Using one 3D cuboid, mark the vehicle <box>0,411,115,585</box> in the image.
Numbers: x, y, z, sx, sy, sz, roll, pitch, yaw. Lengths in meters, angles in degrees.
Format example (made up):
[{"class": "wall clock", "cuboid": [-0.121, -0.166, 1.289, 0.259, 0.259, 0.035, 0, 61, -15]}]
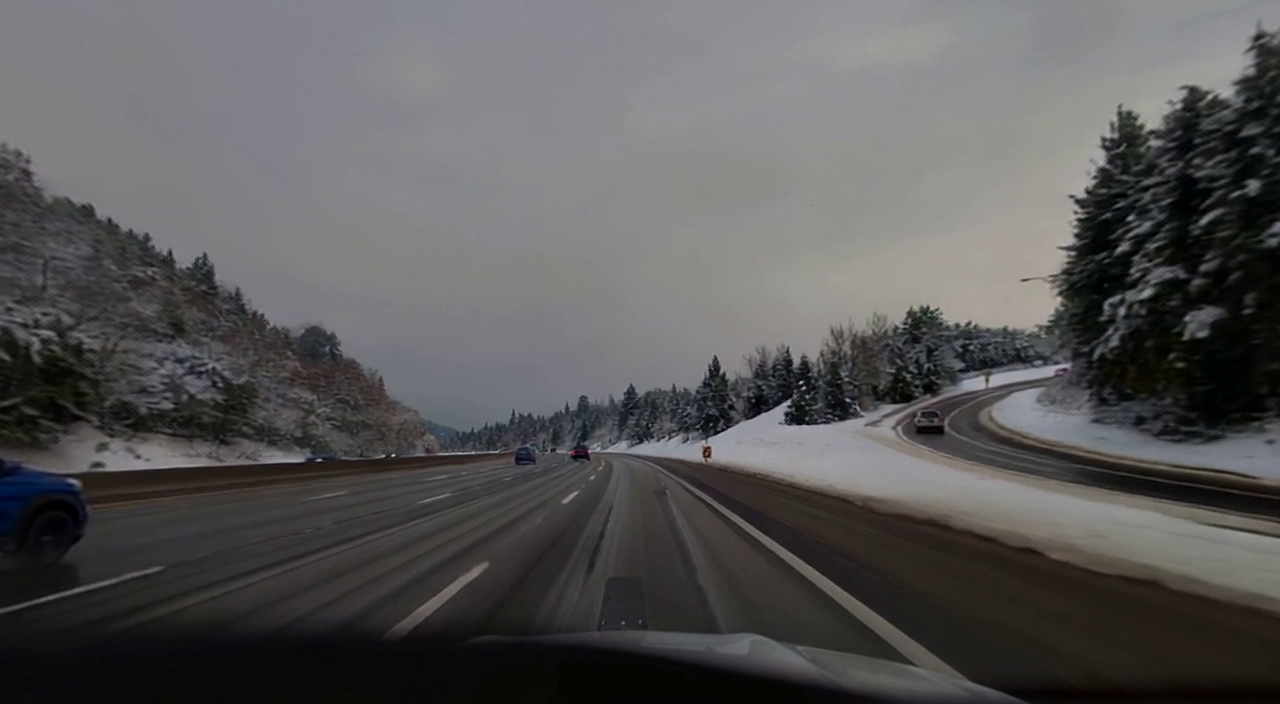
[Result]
[{"class": "vehicle", "cuboid": [-7.386, 1.308, 5.265, 2.046, 1.712, 4.533, 0, -8, 0]}]
